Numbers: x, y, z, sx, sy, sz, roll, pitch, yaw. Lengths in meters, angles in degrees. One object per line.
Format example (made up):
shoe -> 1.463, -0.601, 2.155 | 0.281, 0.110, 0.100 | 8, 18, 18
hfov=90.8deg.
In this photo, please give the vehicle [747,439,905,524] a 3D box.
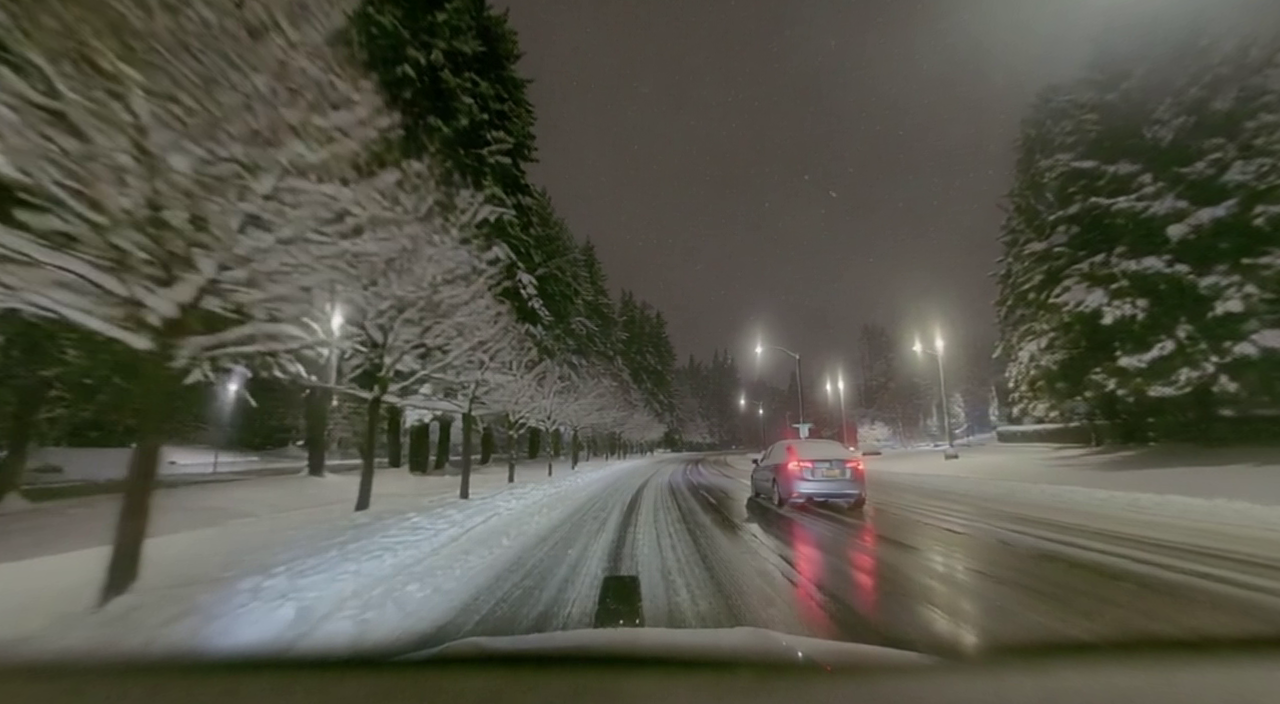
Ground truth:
vehicle -> 3.680, 2.641, 13.492 | 1.928, 1.481, 4.453 | 0, -9, -1
